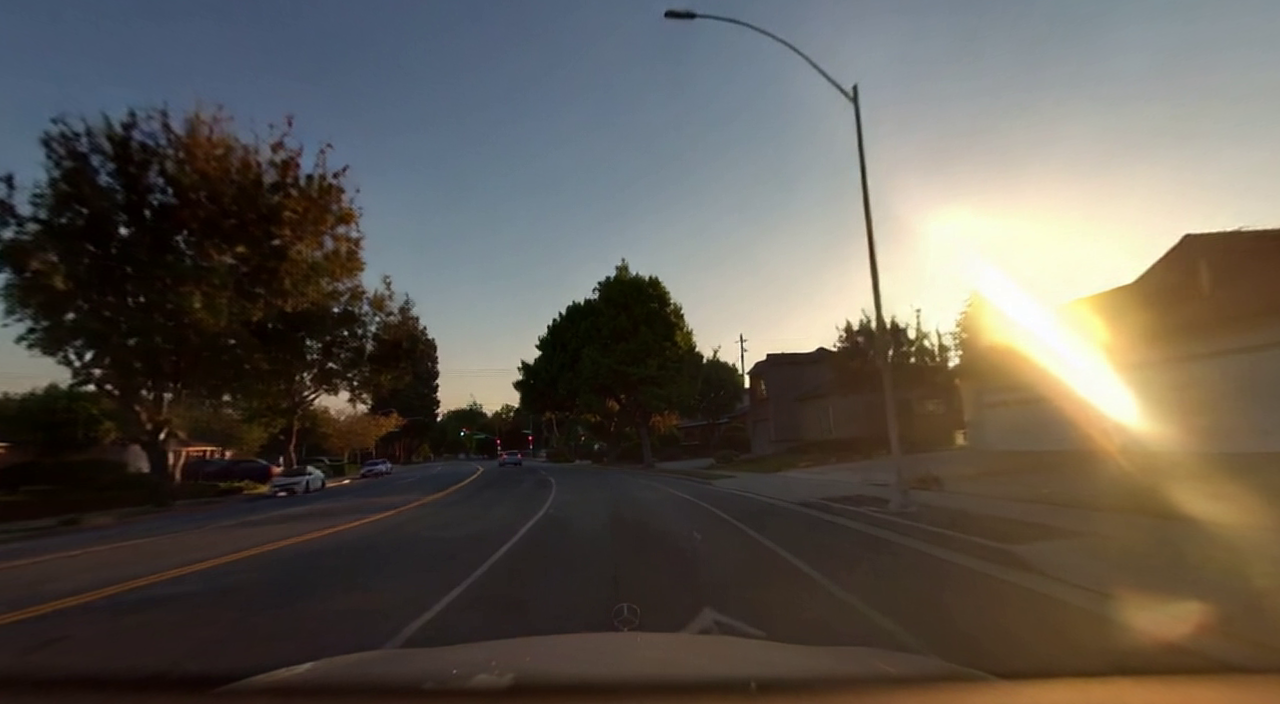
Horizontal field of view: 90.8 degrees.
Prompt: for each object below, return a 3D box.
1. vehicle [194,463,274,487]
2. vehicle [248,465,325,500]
[{"bbox_3d":[-27.230,8.244,42.475,4.024,1.515,1.857,2,-9,-15],"label":"vehicle"},{"bbox_3d":[-17.375,6.411,31.314,1.911,1.436,4.554,1,-9,-10],"label":"vehicle"}]
